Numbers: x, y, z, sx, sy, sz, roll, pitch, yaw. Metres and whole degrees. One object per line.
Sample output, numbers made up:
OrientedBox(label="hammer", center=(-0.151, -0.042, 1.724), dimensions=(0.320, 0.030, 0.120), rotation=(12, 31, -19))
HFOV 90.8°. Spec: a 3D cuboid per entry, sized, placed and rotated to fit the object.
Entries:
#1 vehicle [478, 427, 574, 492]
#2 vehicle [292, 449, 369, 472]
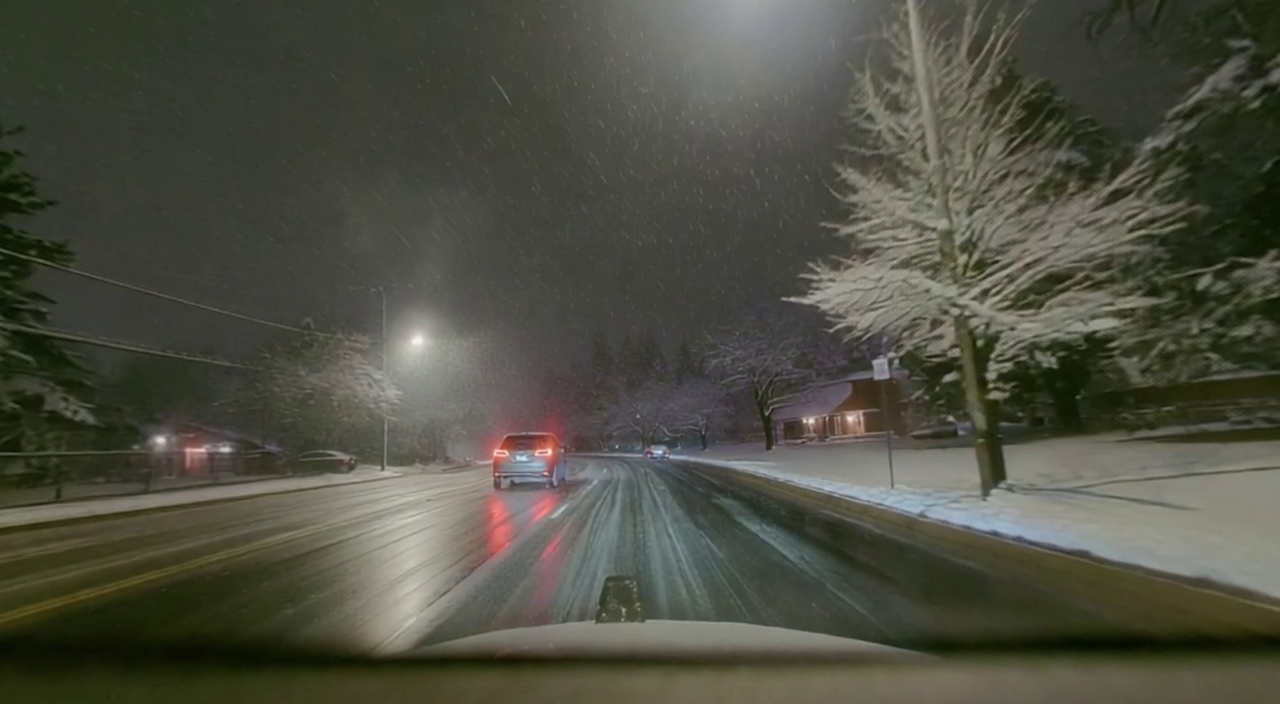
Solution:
OrientedBox(label="vehicle", center=(-3.407, 3.293, 19.839), dimensions=(2.175, 1.772, 4.442), rotation=(-1, -8, 0))
OrientedBox(label="vehicle", center=(-22.033, 7.722, 45.040), dimensions=(4.525, 1.455, 1.821), rotation=(0, -8, -4))
